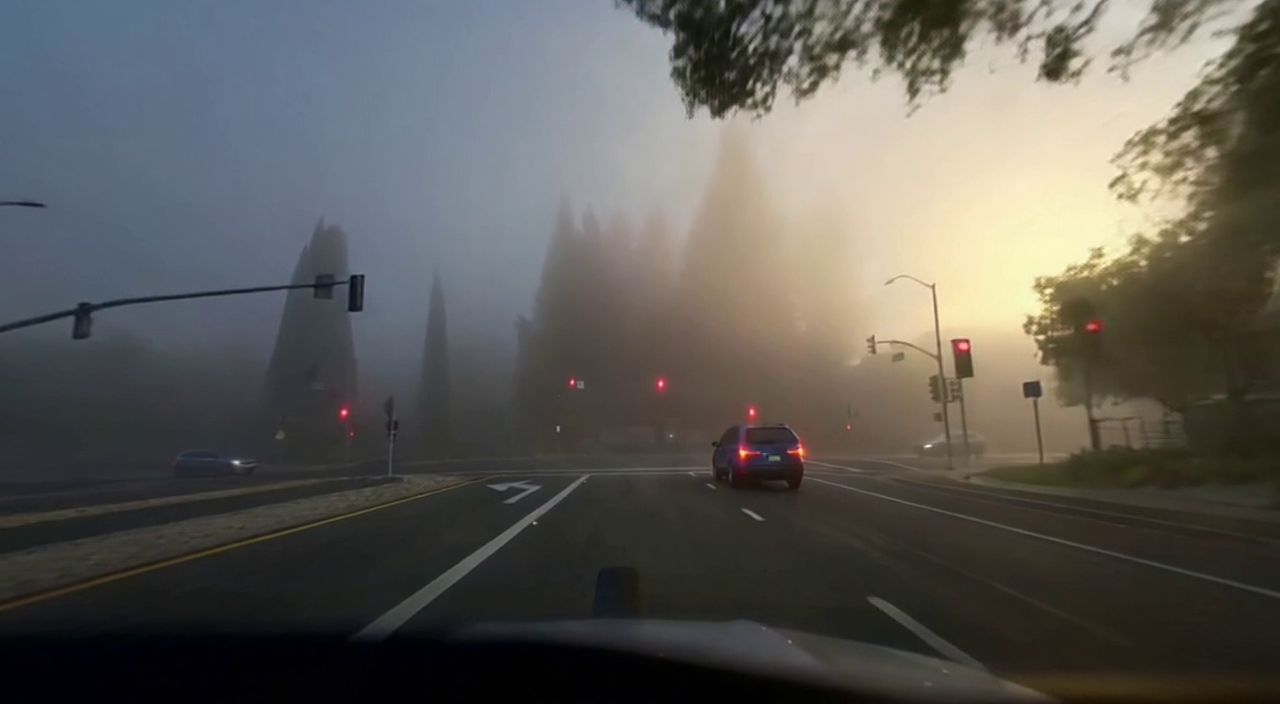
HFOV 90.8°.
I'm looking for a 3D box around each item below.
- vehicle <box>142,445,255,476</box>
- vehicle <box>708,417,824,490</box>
[{"bbox_3d":[-24.823,6.112,35.649,4.737,1.659,2.042,0,-8,-3],"label":"vehicle"},{"bbox_3d":[3.435,2.916,18.390,2.229,1.795,4.927,0,-8,-1],"label":"vehicle"}]
